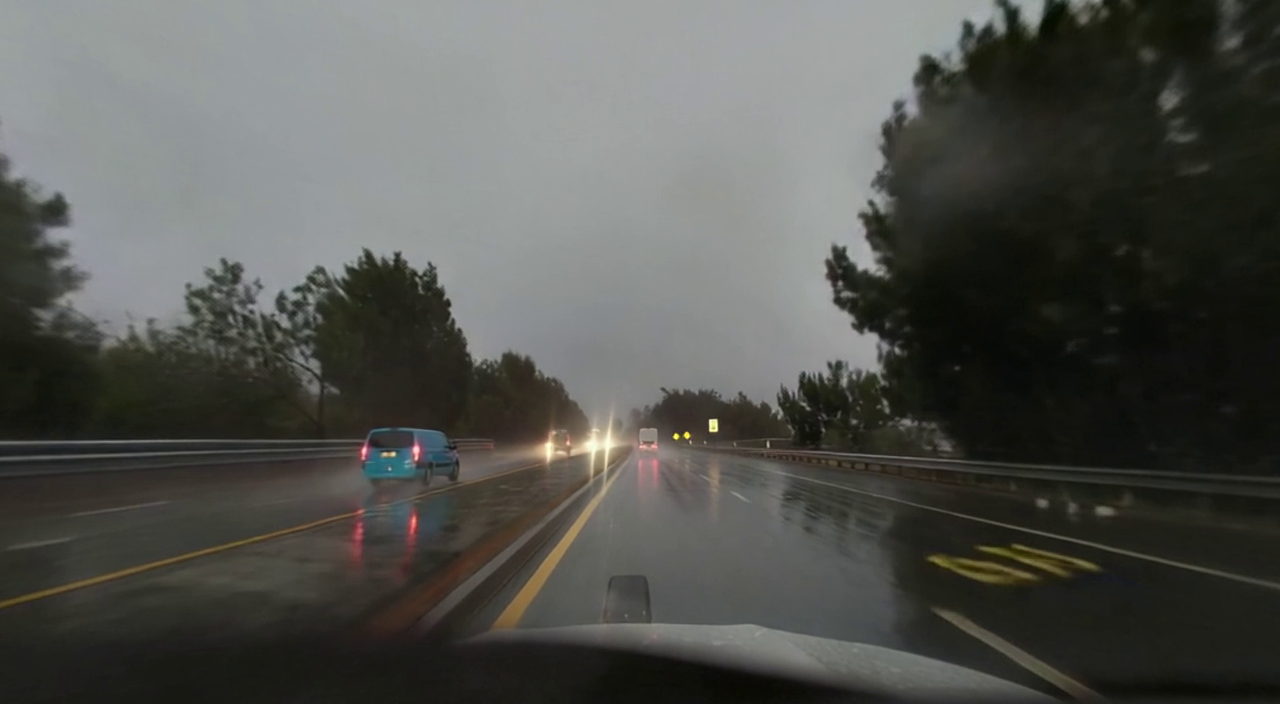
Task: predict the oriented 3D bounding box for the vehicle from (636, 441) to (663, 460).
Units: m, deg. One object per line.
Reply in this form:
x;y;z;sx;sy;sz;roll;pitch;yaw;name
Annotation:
0.734;7.709;49.343;2.061;1.469;3.782;0;-8;1;vehicle

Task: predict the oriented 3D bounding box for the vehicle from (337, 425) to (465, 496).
-7.087;3.256;19.239;2.068;1.897;4.372;0;-8;1;vehicle
